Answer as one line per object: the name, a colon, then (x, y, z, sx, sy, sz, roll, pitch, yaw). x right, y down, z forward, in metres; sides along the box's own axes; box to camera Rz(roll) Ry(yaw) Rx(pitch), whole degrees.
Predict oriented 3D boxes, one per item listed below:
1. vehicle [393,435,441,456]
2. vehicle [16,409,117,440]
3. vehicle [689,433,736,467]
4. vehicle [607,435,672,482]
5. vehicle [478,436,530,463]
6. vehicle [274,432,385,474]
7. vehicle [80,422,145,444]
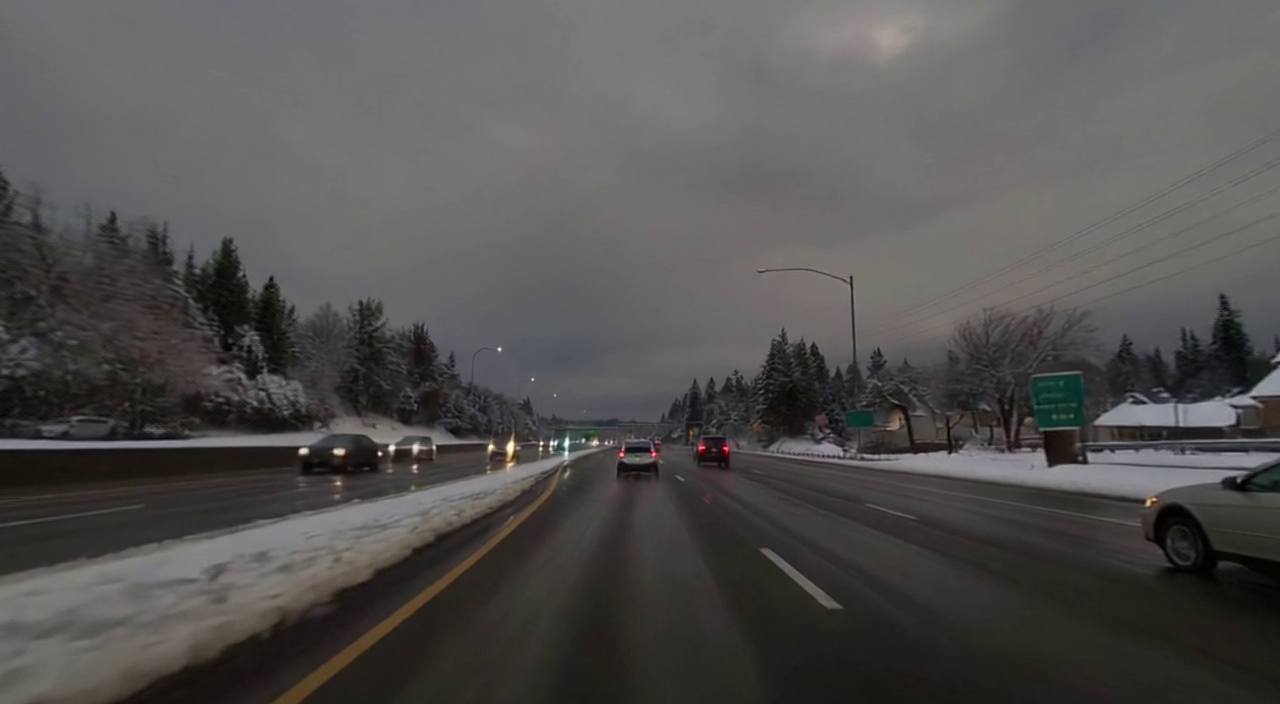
vehicle: (-17.210, 7.255, 49.048, 1.867, 1.503, 4.933, 0, -8, 0)
vehicle: (-39.627, 5.081, 43.872, 2.041, 1.944, 5.239, 0, -8, 0)
vehicle: (4.252, 5.817, 37.576, 2.186, 1.842, 4.553, 0, -8, -1)
vehicle: (0.016, 3.618, 21.635, 2.040, 1.451, 3.736, 0, -8, 1)
vehicle: (-7.801, 5.651, 36.642, 1.893, 1.477, 4.648, 0, -8, 1)
vehicle: (-12.256, 4.016, 25.336, 2.042, 1.502, 4.626, 0, -8, 1)
vehicle: (-36.635, 5.663, 43.984, 1.505, 1.371, 3.387, 4, -8, 0)
